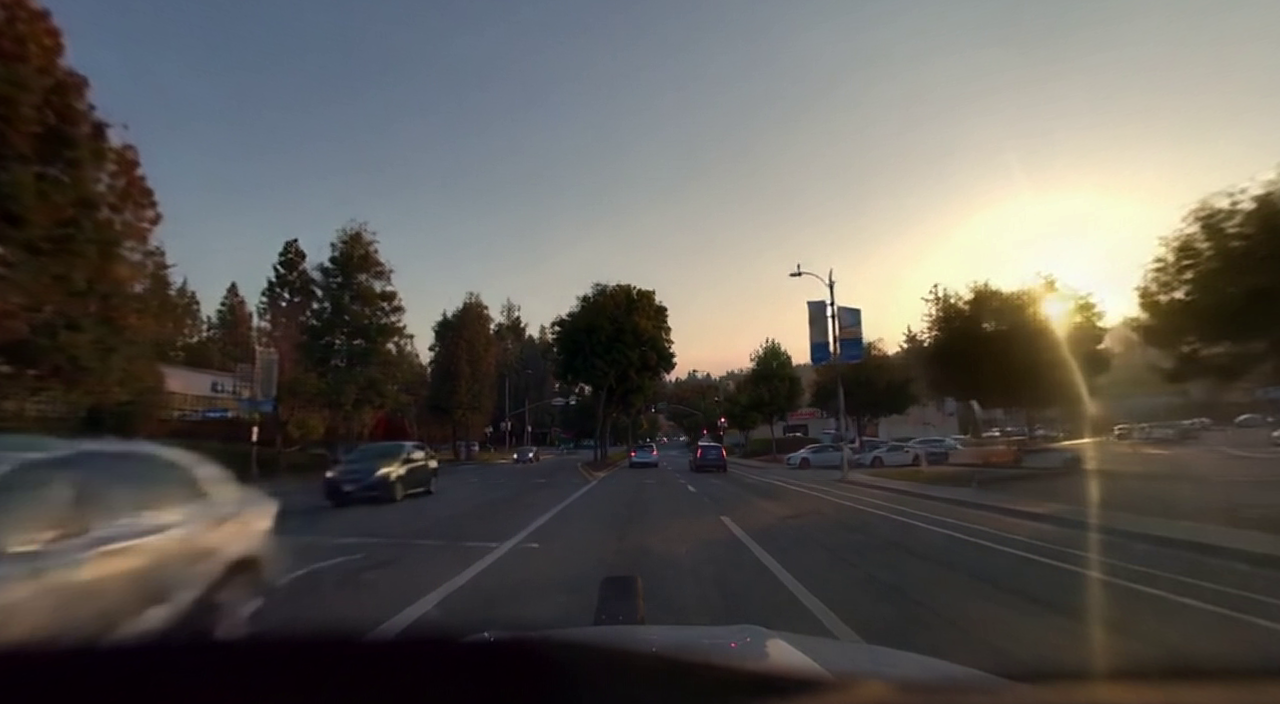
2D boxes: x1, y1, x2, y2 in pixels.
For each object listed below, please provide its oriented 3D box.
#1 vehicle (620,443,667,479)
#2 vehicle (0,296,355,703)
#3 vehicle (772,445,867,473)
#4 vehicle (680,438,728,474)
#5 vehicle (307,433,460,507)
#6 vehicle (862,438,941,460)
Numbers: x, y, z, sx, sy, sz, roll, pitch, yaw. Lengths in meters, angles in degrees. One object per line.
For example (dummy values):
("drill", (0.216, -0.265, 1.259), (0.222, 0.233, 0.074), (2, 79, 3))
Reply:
("vehicle", (0.141, 4.697, 27.520), (1.917, 1.418, 3.987), (0, -9, 0))
("vehicle", (-3.120, 0.749, 2.253), (2.092, 1.779, 4.468), (0, -9, 0))
("vehicle", (9.808, 5.875, 34.839), (4.662, 1.495, 1.998), (-1, -9, 5))
("vehicle", (3.309, 5.458, 33.413), (2.046, 1.768, 4.370), (0, -9, 0))
("vehicle", (-6.433, 2.989, 16.544), (2.051, 1.634, 4.593), (0, -8, 0))
("vehicle", (18.583, 6.910, 45.069), (4.793, 1.470, 1.961), (0, -9, 1))
